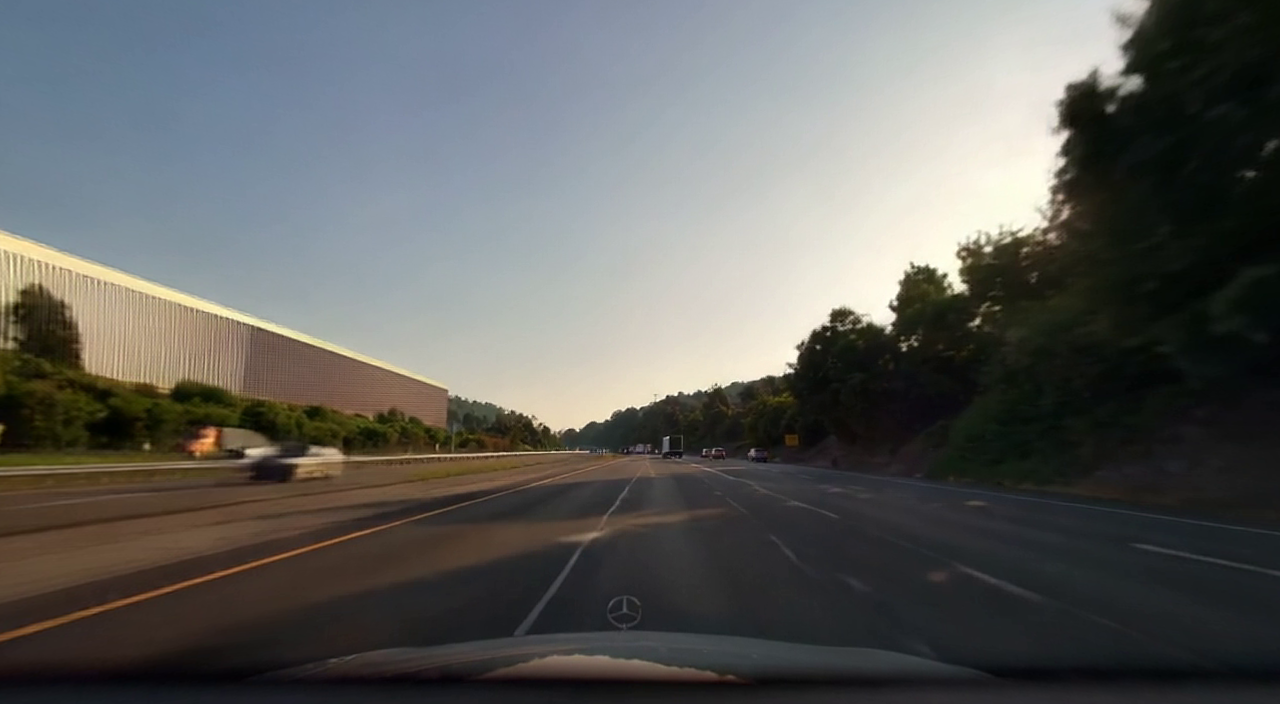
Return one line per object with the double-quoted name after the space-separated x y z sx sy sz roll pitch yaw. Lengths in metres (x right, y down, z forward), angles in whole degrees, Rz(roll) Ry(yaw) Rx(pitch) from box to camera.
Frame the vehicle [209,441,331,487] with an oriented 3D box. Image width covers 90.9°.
-13.636 4.139 23.577 1.920 1.565 4.200 0 -9 1 "vehicle"
